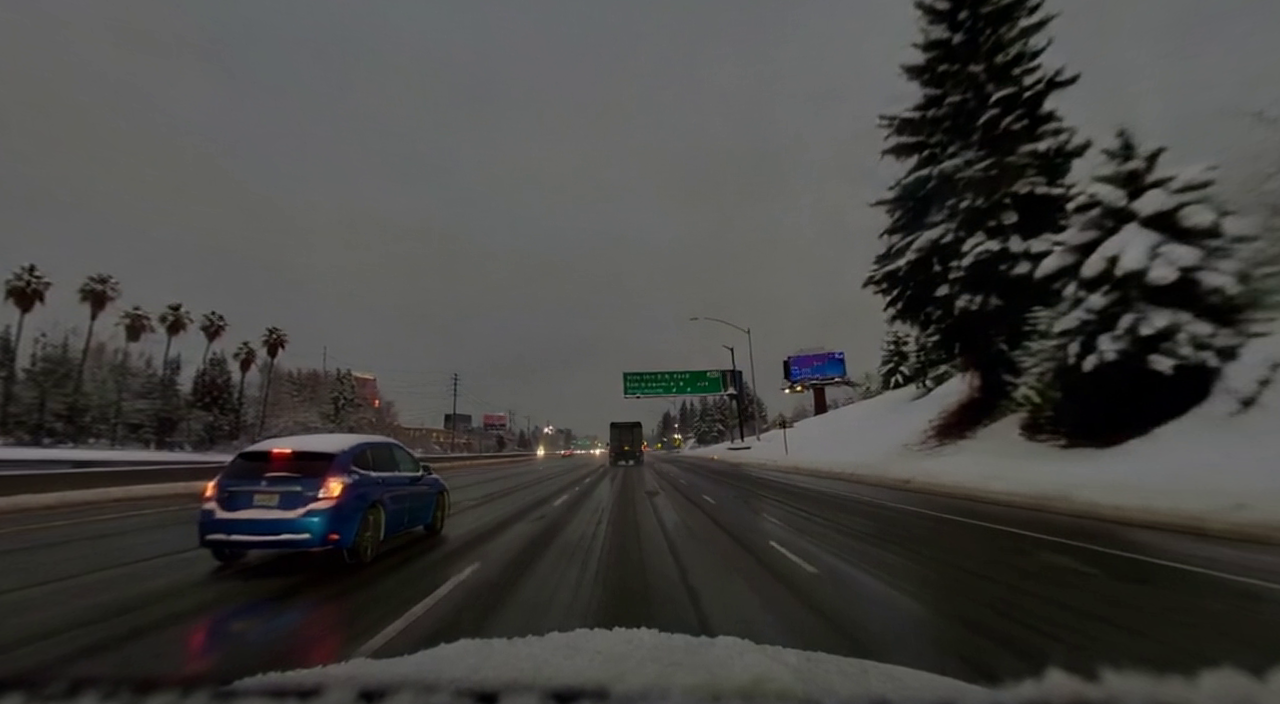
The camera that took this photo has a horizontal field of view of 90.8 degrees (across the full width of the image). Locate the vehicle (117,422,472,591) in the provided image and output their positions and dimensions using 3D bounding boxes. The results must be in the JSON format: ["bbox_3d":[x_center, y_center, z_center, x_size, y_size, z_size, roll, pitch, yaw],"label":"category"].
[{"bbox_3d":[-3.963,1.844,8.545,2.021,1.598,4.887,0,-8,0],"label":"vehicle"}]

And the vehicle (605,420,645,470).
[{"bbox_3d":[-0.980,5.964,40.466,2.364,2.953,6.495,0,-8,-2],"label":"vehicle"}]
